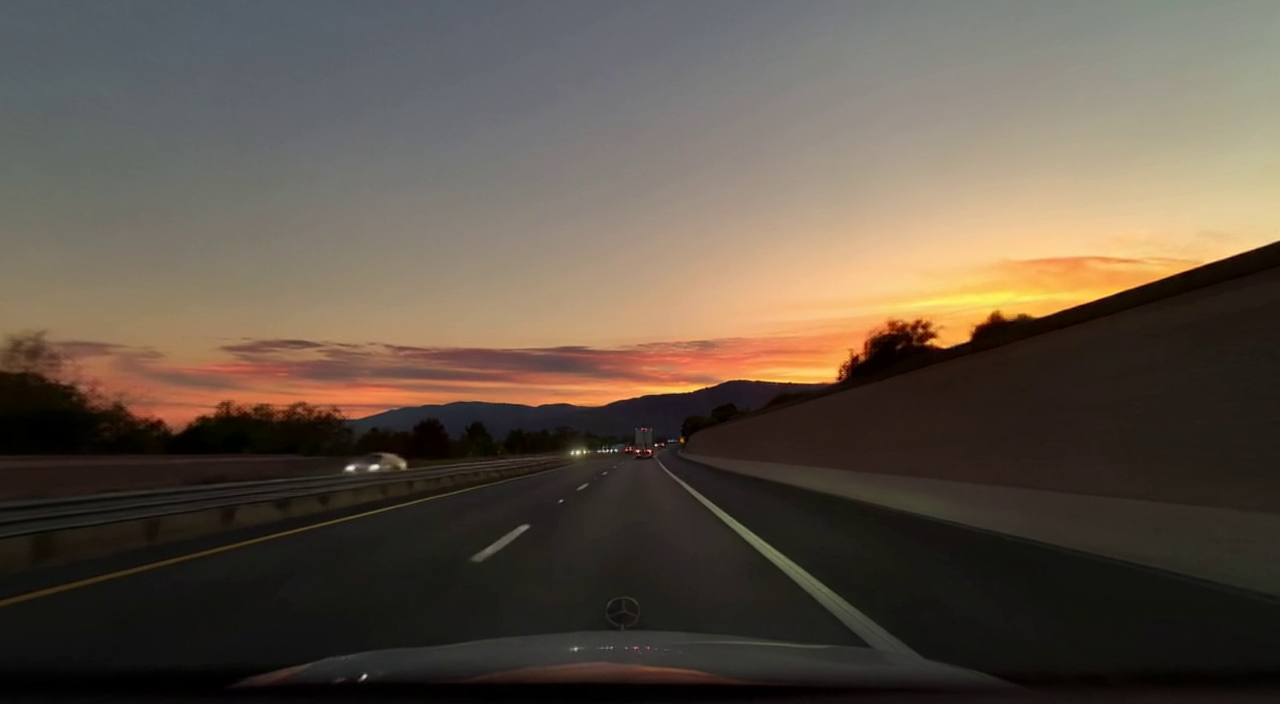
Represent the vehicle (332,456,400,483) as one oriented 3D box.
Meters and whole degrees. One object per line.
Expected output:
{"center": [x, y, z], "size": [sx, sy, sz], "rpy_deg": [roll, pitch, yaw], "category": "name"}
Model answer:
{"center": [-16.763, 7.193, 38.843], "size": [2.016, 1.475, 4.678], "rpy_deg": [0, -9, 1], "category": "vehicle"}
